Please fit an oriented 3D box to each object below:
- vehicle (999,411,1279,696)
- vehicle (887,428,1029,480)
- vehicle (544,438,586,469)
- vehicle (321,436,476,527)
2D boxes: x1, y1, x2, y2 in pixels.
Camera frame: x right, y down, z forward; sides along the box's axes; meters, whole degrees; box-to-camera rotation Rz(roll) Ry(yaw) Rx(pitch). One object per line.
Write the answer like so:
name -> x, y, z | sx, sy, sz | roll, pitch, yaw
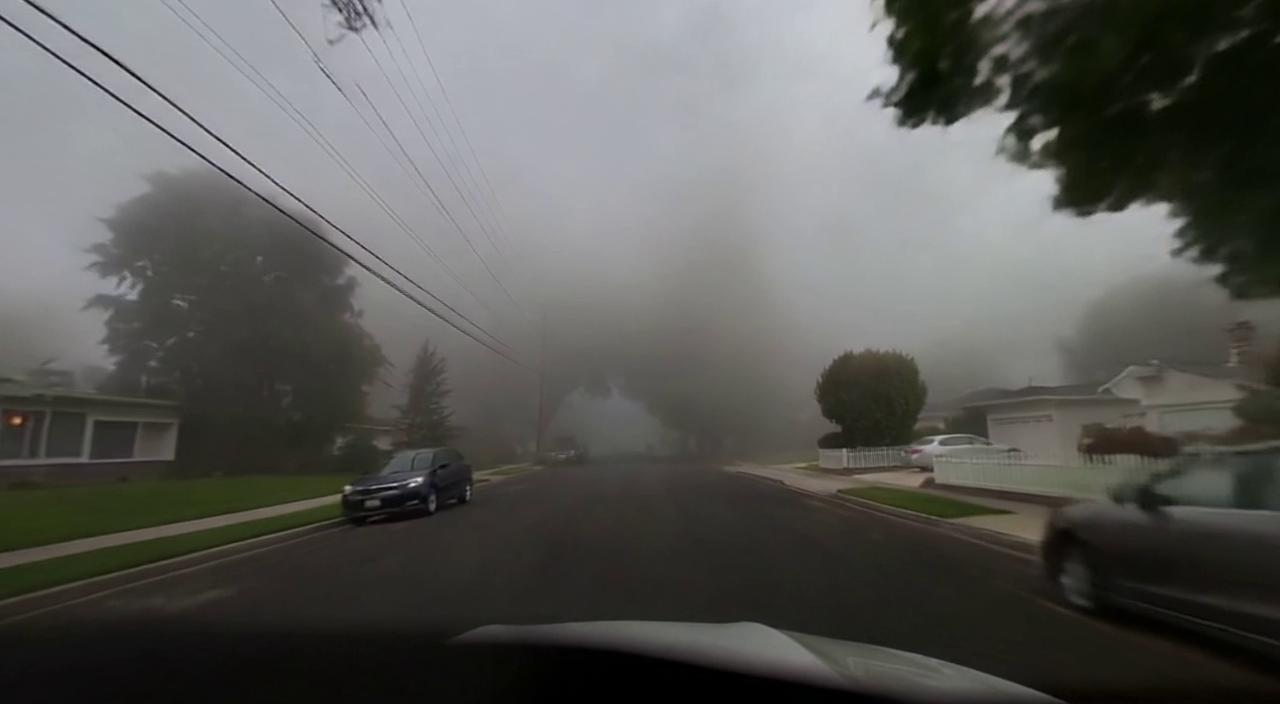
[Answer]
vehicle -> 4.588, 1.174, 3.872 | 2.170, 1.549, 4.178 | 1, -8, -3
vehicle -> 11.876, 3.827, 23.883 | 4.226, 1.679, 1.983 | -4, -7, 8
vehicle -> -5.620, 7.684, 48.101 | 2.411, 1.979, 5.915 | -4, -8, -1
vehicle -> -5.415, 2.880, 14.831 | 1.970, 1.666, 4.223 | -3, -7, 0
